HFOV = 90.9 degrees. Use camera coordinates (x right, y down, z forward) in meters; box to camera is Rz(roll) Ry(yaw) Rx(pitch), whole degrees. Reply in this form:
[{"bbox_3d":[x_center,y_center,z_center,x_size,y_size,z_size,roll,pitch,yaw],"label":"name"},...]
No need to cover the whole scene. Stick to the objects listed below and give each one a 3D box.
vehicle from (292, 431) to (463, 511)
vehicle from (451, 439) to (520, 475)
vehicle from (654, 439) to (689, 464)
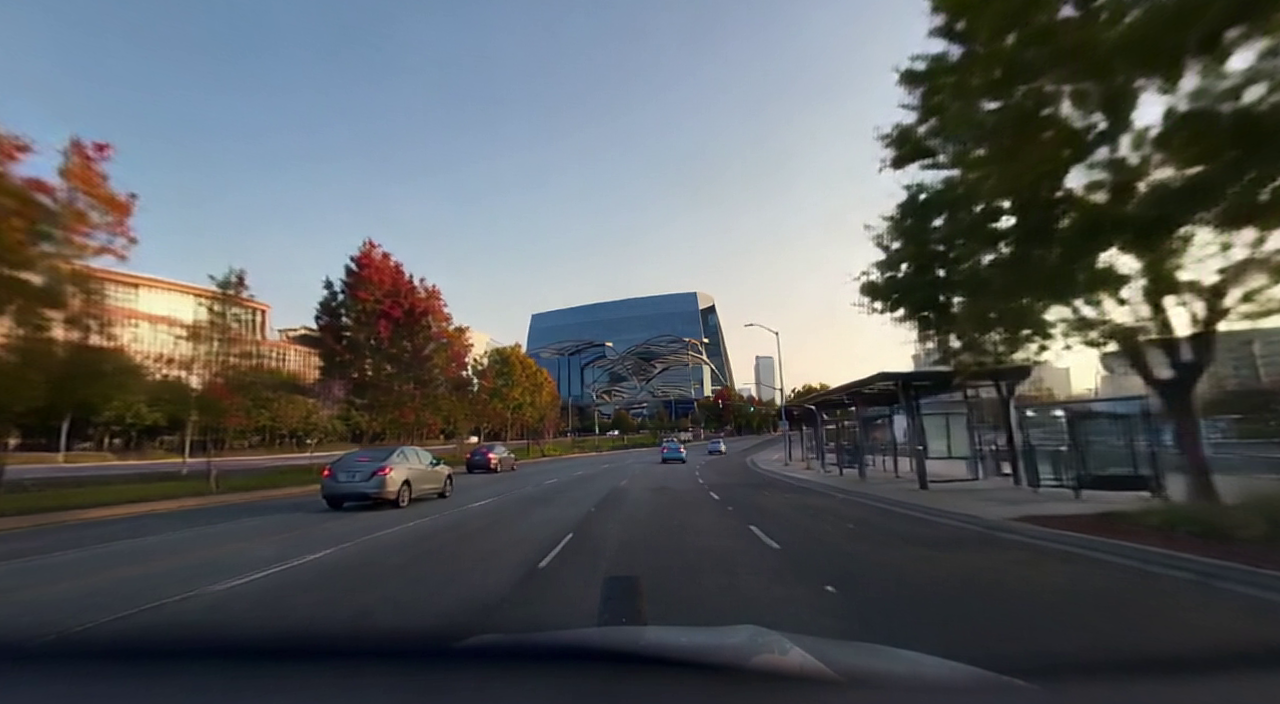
[{"bbox_3d":[-6.400,2.947,16.117,2.181,1.728,4.515,-1,-8,3],"label":"vehicle"},{"bbox_3d":[-8.064,5.510,33.381,2.097,1.782,4.682,-1,-8,5],"label":"vehicle"},{"bbox_3d":[2.448,7.570,48.088,2.345,1.803,4.261,-1,-8,7],"label":"vehicle"}]
